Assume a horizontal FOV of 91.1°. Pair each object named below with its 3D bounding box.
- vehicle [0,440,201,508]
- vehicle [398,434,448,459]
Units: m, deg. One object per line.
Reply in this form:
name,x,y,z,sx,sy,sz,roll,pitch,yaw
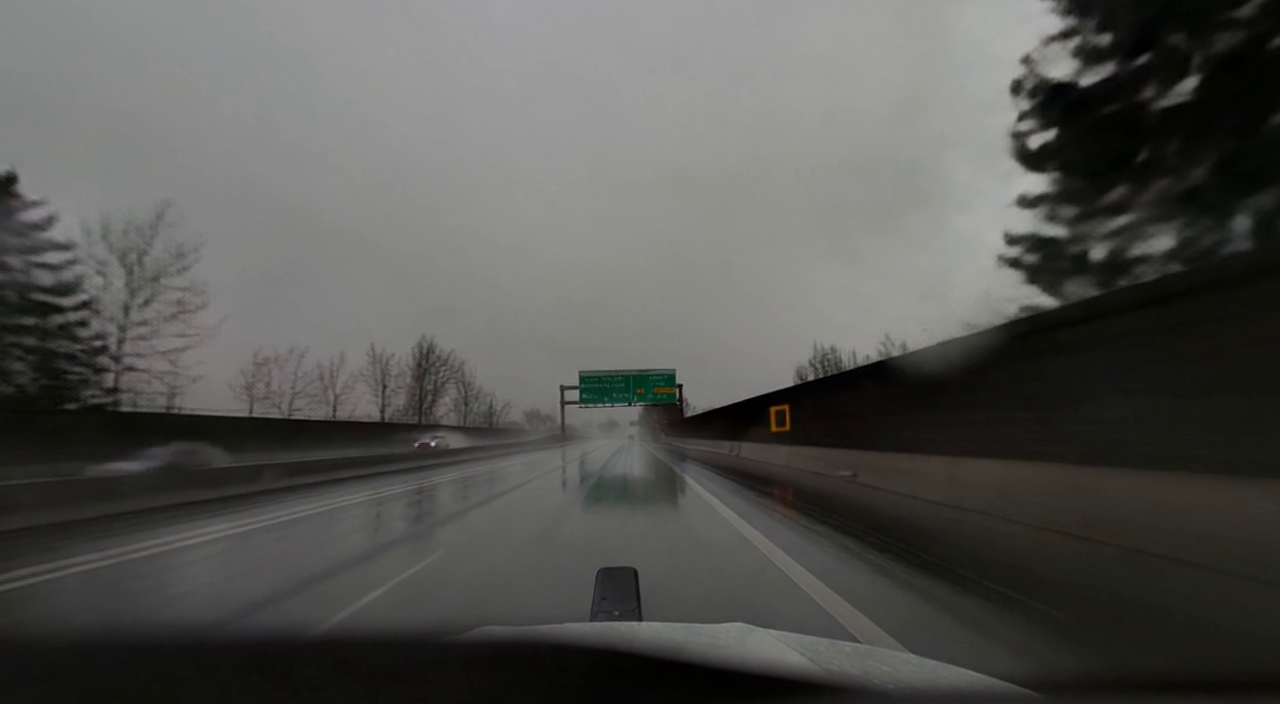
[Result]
vehicle,-14.483,3.185,17.028,1.884,1.540,4.588,0,-8,0
vehicle,-14.917,6.487,43.448,1.888,1.649,4.339,0,-8,0
